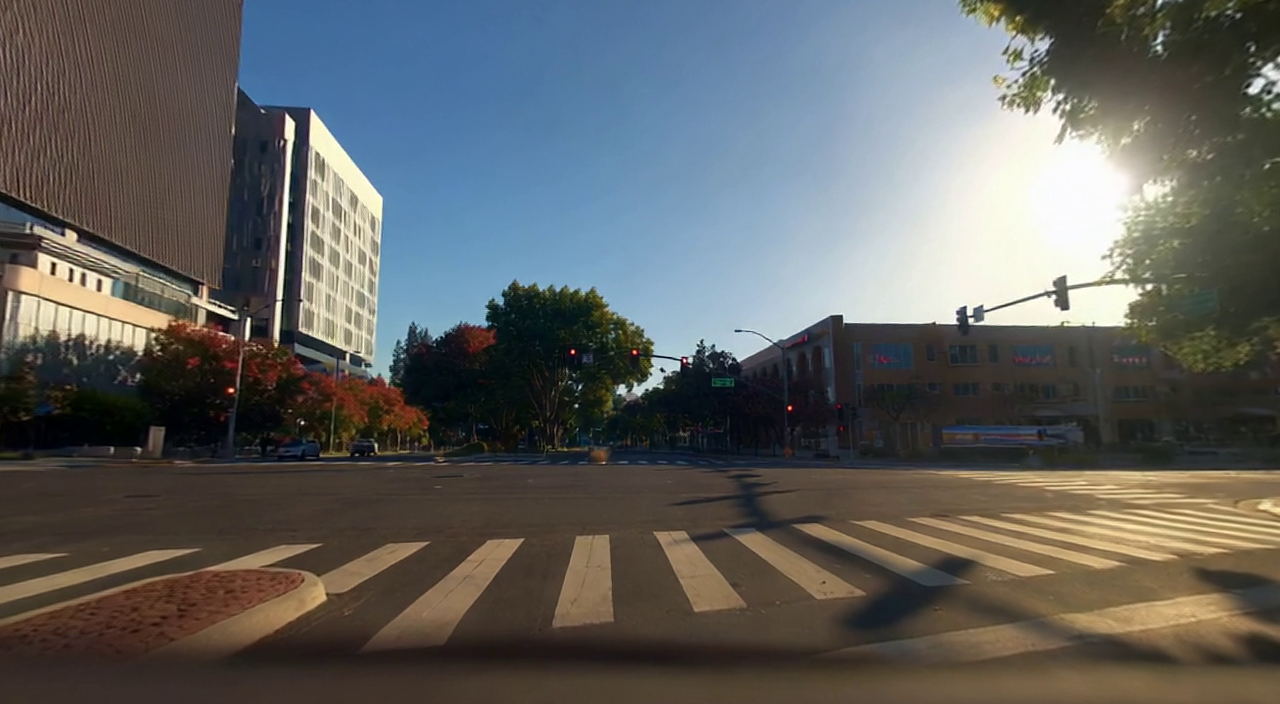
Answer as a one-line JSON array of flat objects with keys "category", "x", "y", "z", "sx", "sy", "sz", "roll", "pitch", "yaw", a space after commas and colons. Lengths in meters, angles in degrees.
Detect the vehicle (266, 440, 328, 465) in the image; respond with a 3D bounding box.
[{"category": "vehicle", "x": -21.855, "y": 6.407, "z": 40.426, "sx": 2.005, "sy": 1.496, "sz": 4.020, "roll": 1, "pitch": -9, "yaw": -6}]
